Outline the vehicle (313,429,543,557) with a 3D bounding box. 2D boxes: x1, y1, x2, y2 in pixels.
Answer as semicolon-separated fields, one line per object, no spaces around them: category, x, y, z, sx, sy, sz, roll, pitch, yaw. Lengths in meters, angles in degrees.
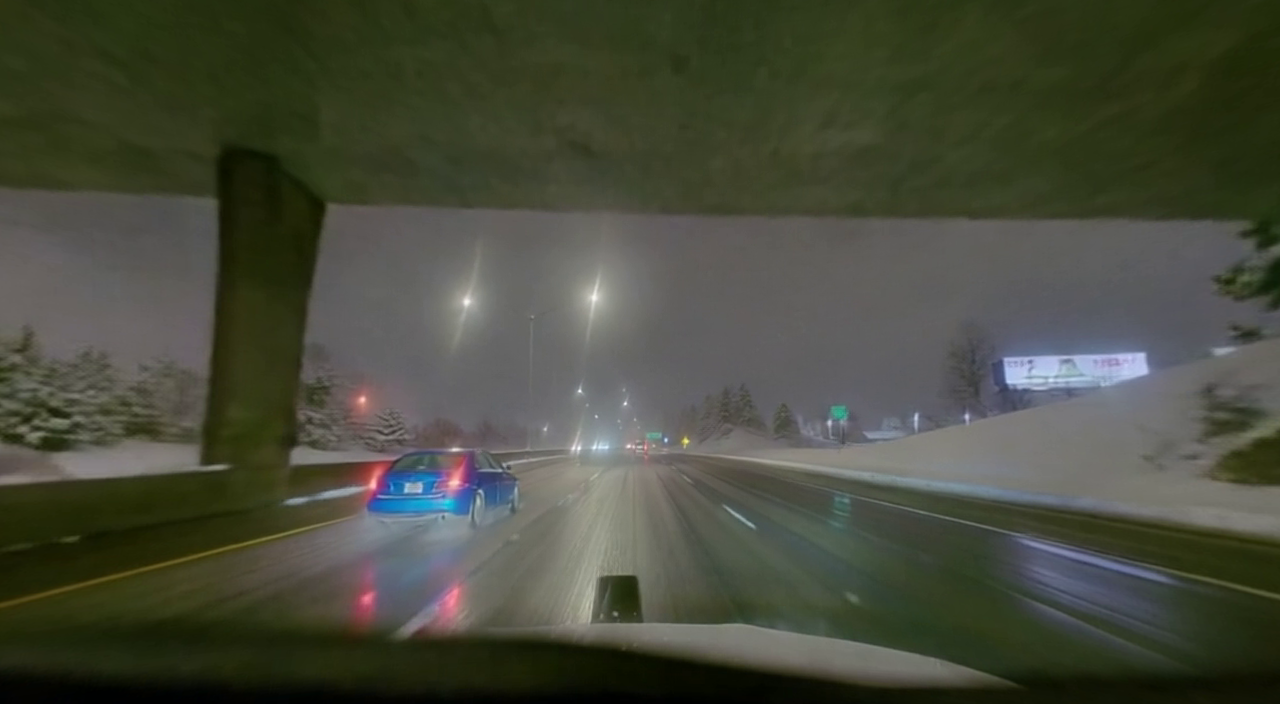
vehicle;-2.968;2.085;10.122;2.029;1.557;4.570;0;-9;1
